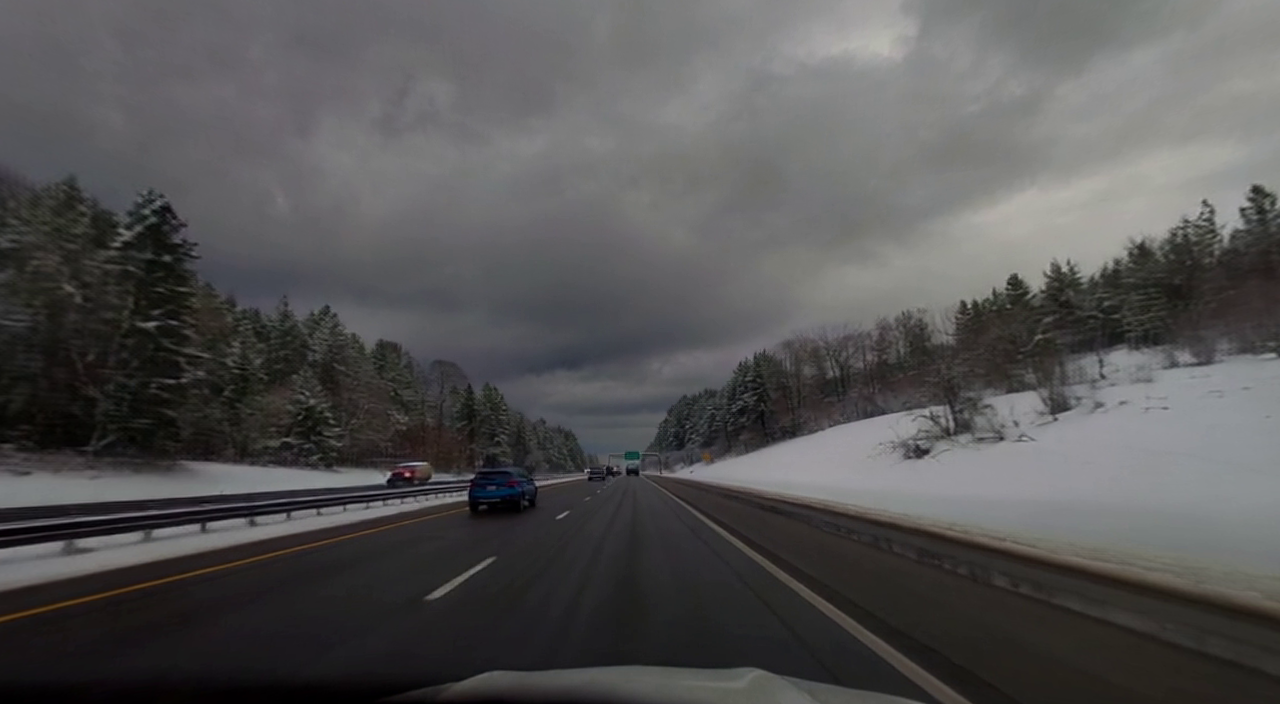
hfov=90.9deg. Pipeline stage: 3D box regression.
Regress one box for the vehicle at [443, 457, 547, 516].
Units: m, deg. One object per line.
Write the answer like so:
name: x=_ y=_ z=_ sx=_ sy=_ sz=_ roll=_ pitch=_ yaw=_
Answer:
vehicle: x=-4.269 y=4.083 z=19.367 sx=2.040 sy=1.525 sz=4.603 roll=1 pitch=-11 yaw=1
